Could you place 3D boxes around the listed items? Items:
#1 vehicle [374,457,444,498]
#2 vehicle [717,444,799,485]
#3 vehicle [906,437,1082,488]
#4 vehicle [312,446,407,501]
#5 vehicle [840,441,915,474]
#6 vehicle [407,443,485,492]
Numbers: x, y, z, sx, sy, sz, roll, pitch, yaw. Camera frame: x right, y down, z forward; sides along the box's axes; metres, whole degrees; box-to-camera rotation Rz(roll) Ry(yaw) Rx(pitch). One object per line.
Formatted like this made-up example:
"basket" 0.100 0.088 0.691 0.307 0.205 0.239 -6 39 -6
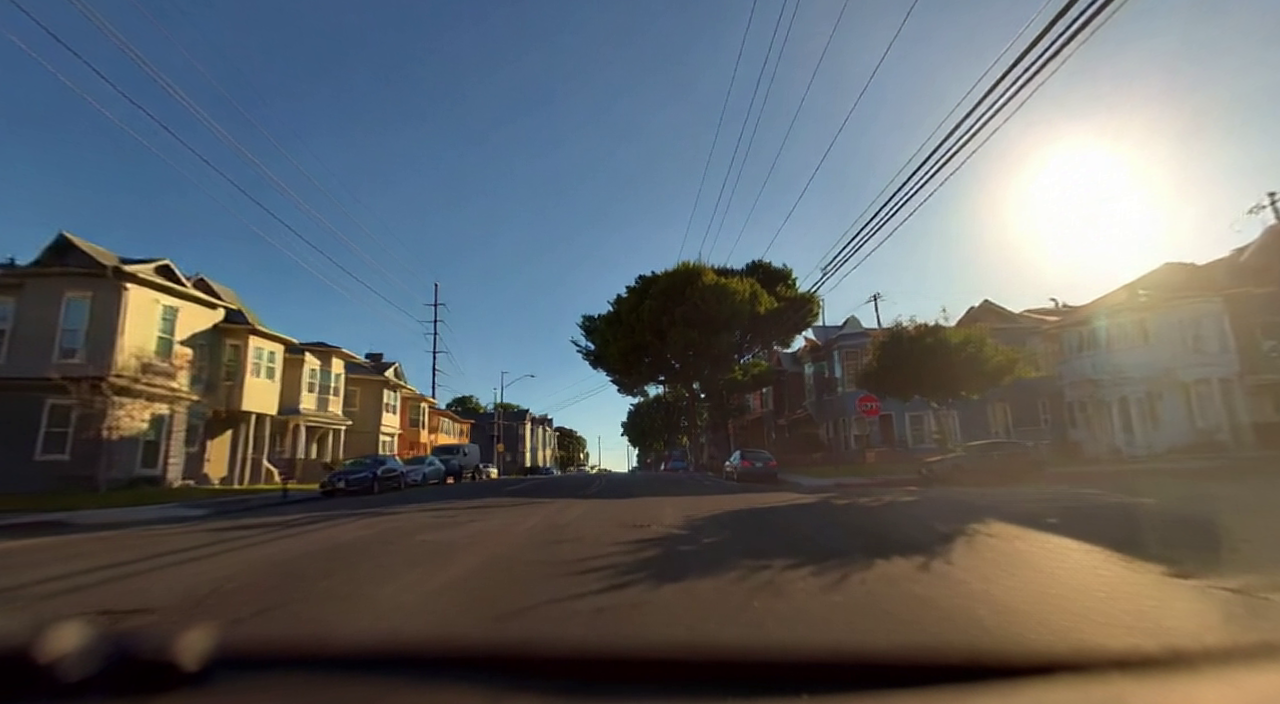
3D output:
"vehicle" -10.668 5.805 29.523 1.826 1.455 4.475 -6 -8 -5
"vehicle" 4.686 4.541 25.948 2.059 1.502 4.824 1 -9 -5
"vehicle" 10.681 3.311 19.241 4.336 1.424 1.954 1 -9 -11
"vehicle" -10.398 4.582 23.754 1.900 1.683 4.486 -4 -11 -6
"vehicle" 12.744 5.655 33.869 3.545 1.448 2.041 -5 -4 24
"vehicle" -10.746 6.439 35.667 2.687 2.491 5.936 0 -8 -2
